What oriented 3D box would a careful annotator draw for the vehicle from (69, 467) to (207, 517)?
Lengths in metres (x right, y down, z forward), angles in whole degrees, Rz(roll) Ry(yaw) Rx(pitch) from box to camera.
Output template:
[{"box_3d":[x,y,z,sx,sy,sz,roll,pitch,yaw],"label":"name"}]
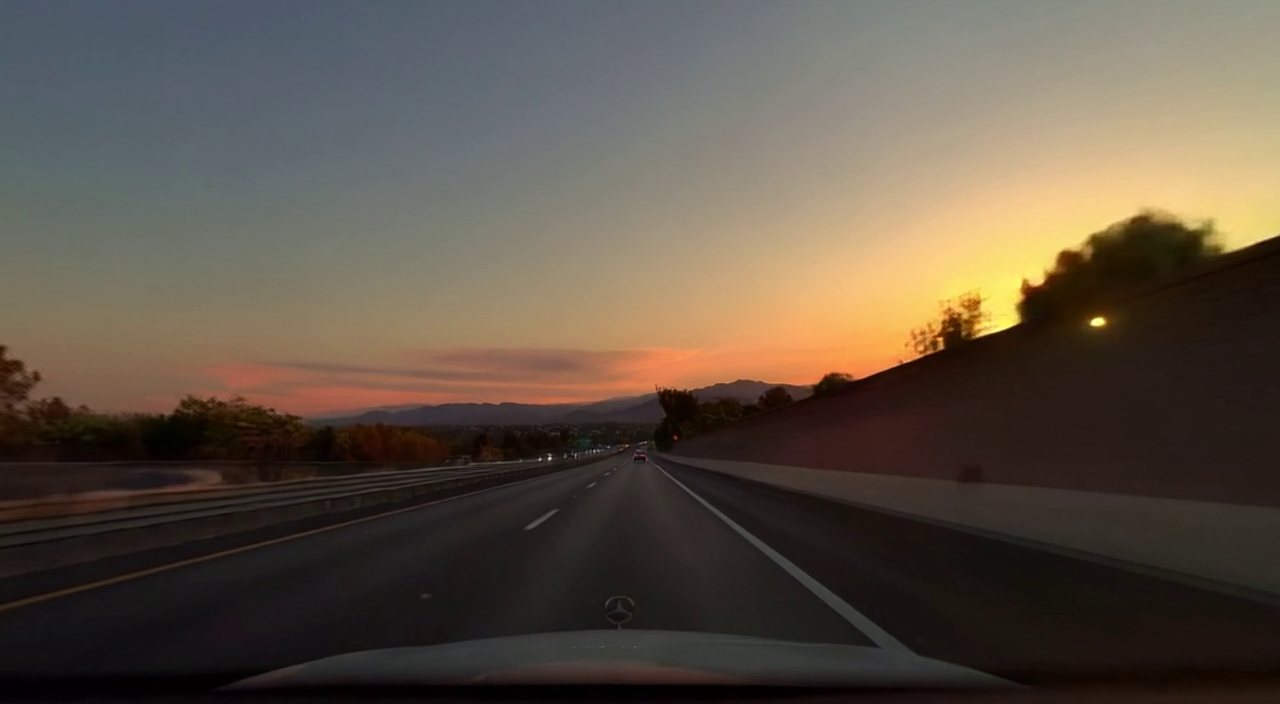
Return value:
[{"box_3d":[-16.930,4.690,21.444,1.668,1.418,3.693,0,-9,-1],"label":"vehicle"}]
